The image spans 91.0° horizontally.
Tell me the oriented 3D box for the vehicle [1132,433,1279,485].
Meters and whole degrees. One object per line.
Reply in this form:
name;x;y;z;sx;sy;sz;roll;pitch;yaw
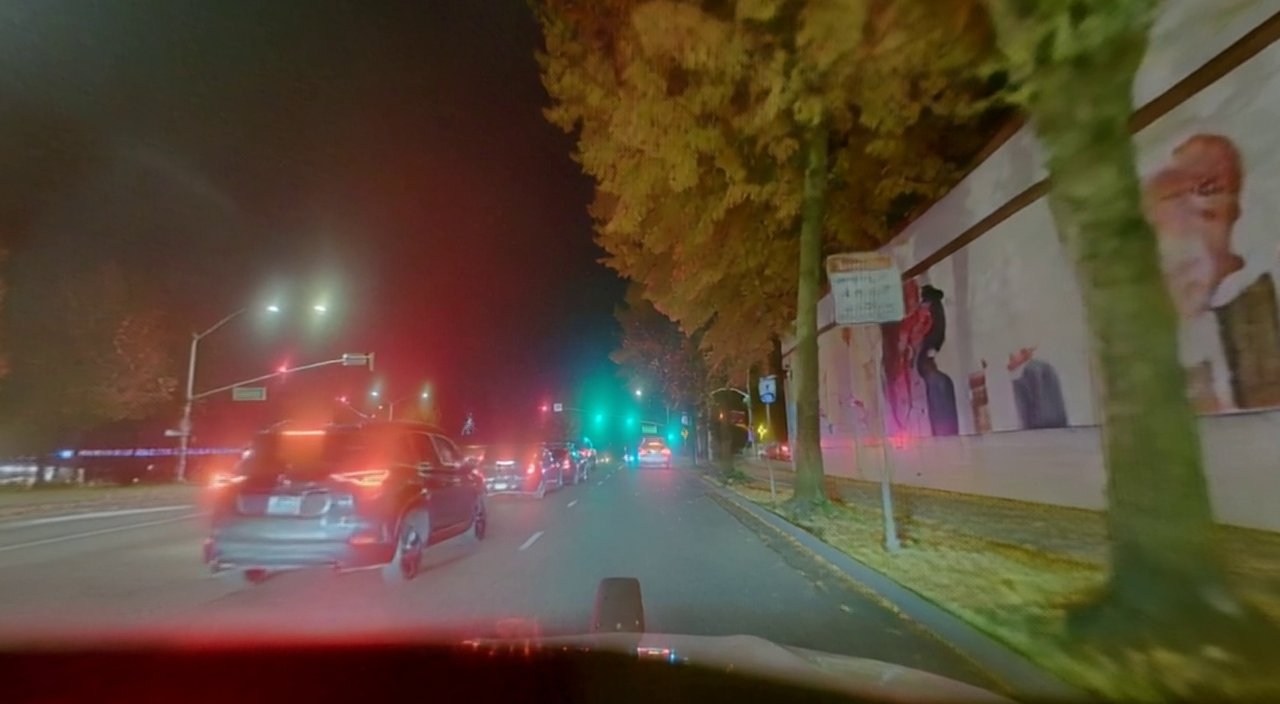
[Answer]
vehicle;20.523;3.820;22.810;1.917;1.675;4.450;0;-8;3

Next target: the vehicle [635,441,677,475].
vehicle;0.829;5.641;33.806;2.144;1.704;4.028;0;-8;1

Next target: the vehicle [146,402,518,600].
vehicle;-3.095;1.613;7.721;2.165;1.663;4.513;0;-9;1
